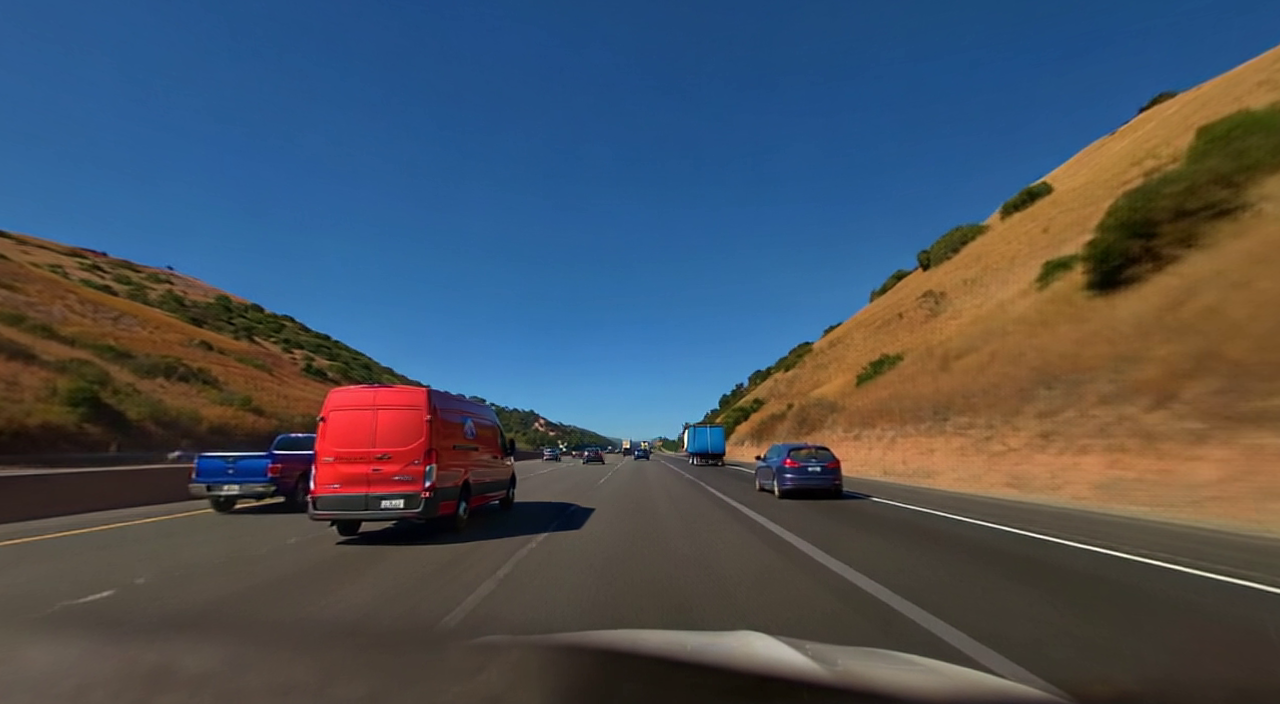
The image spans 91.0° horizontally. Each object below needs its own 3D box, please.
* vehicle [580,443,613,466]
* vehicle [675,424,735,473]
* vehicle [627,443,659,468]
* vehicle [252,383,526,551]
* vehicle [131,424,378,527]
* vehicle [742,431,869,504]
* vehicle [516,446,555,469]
[{"bbox_3d":[-3.239,7.709,47.470,2.138,1.581,4.340,0,-9,0],"label":"vehicle"},{"bbox_3d":[3.862,6.033,39.344,2.877,2.730,7.831,0,-9,0],"label":"vehicle"},{"bbox_3d":[0.173,6.792,41.508,2.014,1.543,3.804,0,-9,-1],"label":"vehicle"},{"bbox_3d":[-3.828,1.945,11.244,2.421,2.203,5.775,0,-9,1],"label":"vehicle"},{"bbox_3d":[-7.570,2.471,13.186,2.054,1.715,4.928,0,-9,0],"label":"vehicle"},{"bbox_3d":[4.005,2.883,16.038,2.051,1.598,4.145,0,-9,-1],"label":"vehicle"},{"bbox_3d":[-7.256,7.363,44.166,2.021,1.500,4.512,0,-9,0],"label":"vehicle"}]
